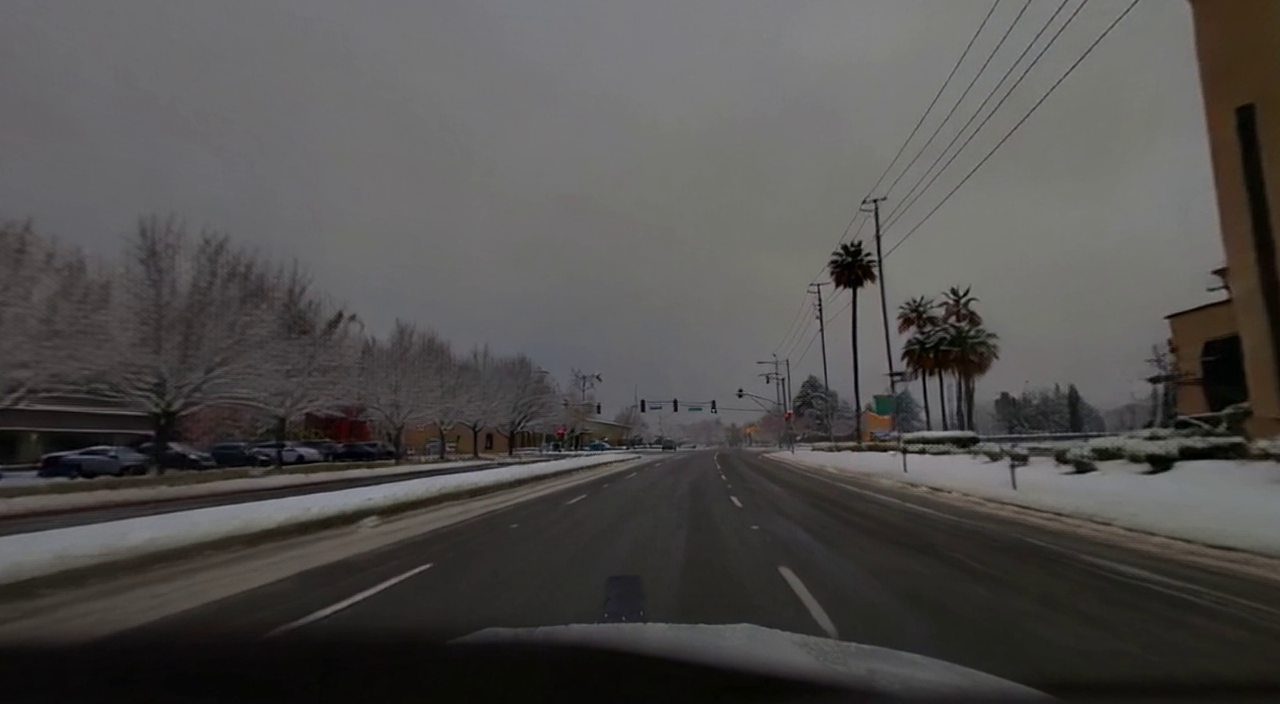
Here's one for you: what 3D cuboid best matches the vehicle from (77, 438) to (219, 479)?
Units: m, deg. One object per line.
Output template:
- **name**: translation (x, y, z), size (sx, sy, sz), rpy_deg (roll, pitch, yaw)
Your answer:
- **vehicle**: translation (-23.087, 4.983, 29.565), size (5.084, 1.664, 2.006), rpy_deg (-2, -7, 2)
